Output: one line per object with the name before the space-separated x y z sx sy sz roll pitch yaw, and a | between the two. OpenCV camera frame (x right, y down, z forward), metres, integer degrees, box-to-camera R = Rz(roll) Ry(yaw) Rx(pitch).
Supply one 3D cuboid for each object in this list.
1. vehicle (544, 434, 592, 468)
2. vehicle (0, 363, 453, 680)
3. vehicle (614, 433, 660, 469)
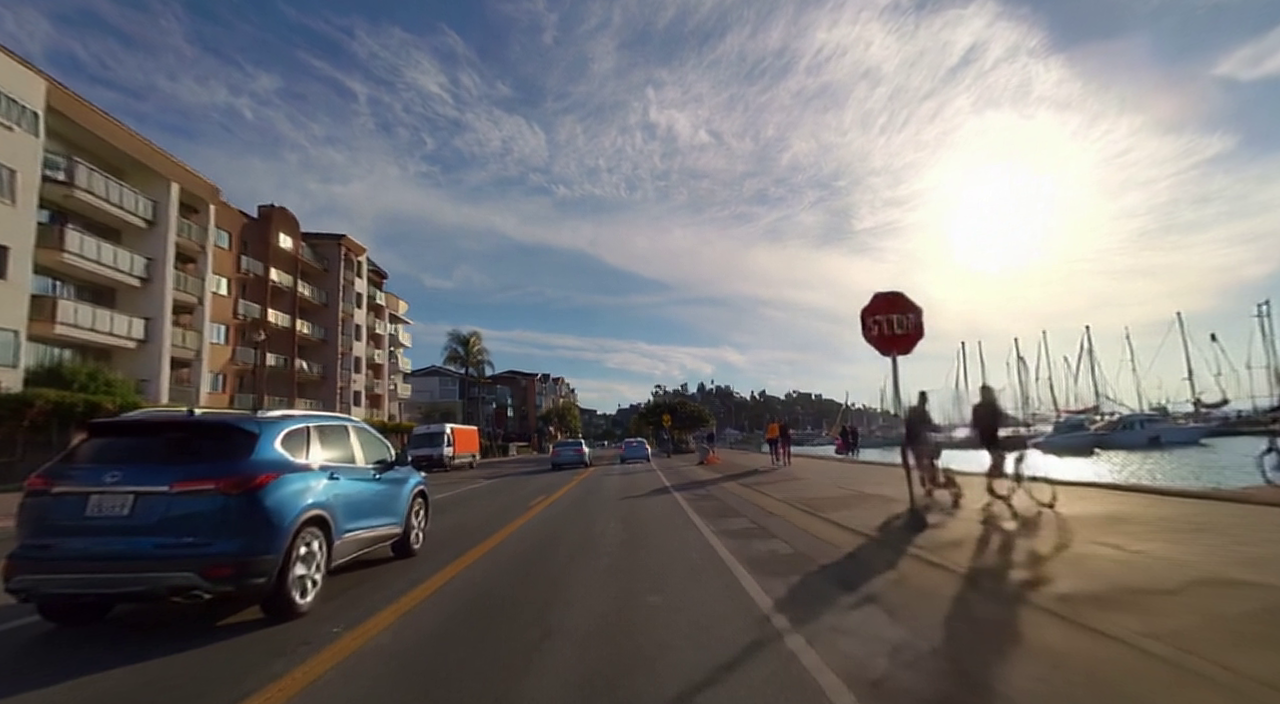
vehicle | -3.760 5.301 33.844 2.056 1.680 4.205 0 -9 0
vehicle | -3.565 1.321 6.060 2.082 1.817 4.724 0 -9 0
vehicle | -0.154 4.768 30.452 2.057 1.624 3.726 0 -9 0
